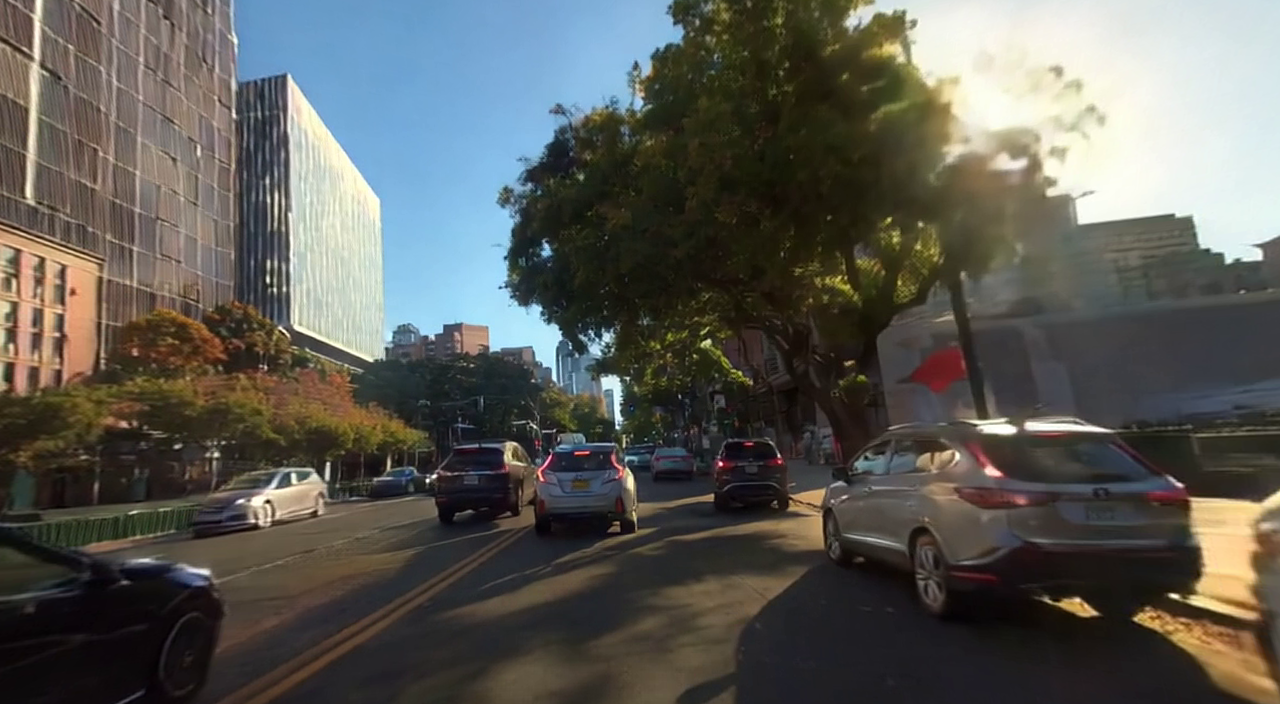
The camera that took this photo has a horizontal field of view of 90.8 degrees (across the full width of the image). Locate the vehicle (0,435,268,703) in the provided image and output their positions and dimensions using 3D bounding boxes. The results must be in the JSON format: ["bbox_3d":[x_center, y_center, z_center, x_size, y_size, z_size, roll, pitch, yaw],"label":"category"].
[{"bbox_3d":[-3.447,0.993,1.879,1.940,1.481,4.376,-1,-8,1],"label":"vehicle"}]

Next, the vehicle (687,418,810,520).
[{"bbox_3d":[2.635,2.657,14.864,2.352,1.953,4.798,-2,-9,12],"label":"vehicle"}]

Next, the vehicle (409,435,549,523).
[{"bbox_3d":[-3.743,3.031,15.736,2.000,1.818,4.668,-1,-8,4],"label":"vehicle"}]

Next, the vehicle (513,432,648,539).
[{"bbox_3d":[-0.935,2.424,12.079,2.076,1.667,3.948,-1,-8,2],"label":"vehicle"}]

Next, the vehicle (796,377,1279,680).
[{"bbox_3d":[3.076,1.360,6.045,1.971,1.749,4.564,0,-8,0],"label":"vehicle"}]
